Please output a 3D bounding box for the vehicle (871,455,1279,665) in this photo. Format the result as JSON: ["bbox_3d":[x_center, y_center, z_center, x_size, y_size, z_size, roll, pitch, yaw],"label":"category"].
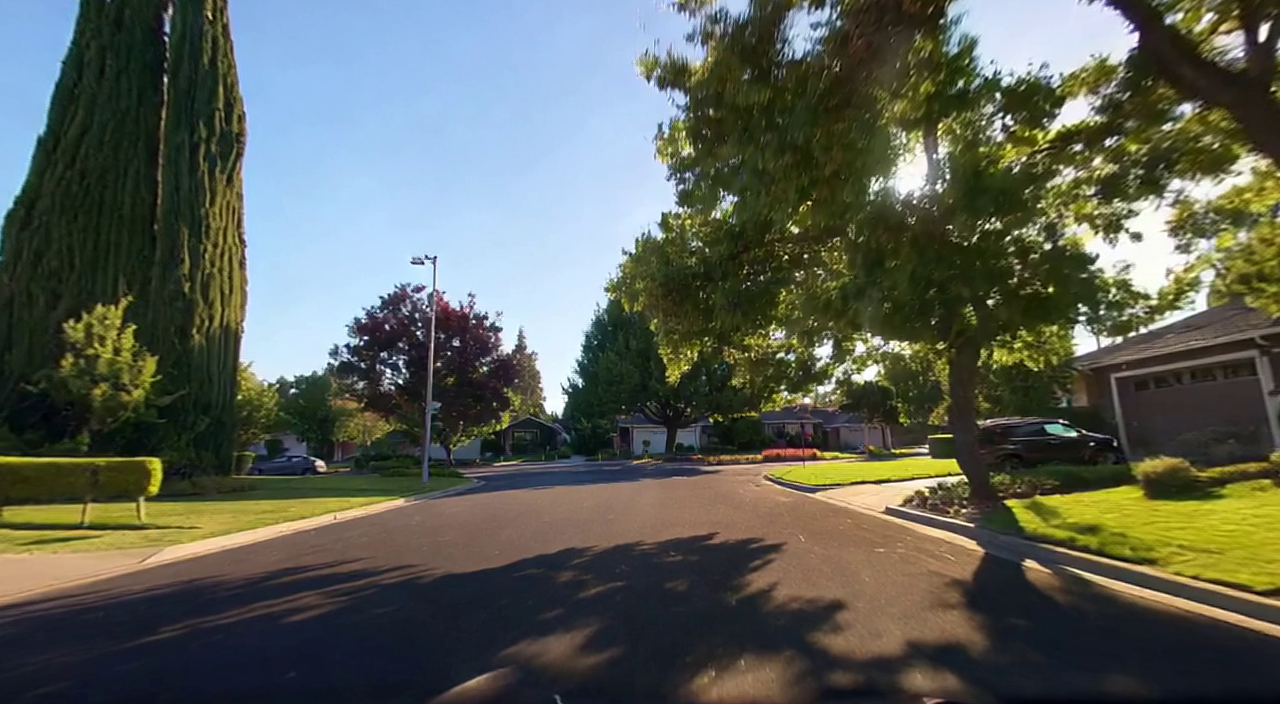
[{"bbox_3d":[3.773,1.569,5.733,1.877,1.206,3.669,0,-9,-2],"label":"vehicle"}]

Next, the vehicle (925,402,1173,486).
[{"bbox_3d":[10.566,2.434,16.684,4.888,1.807,2.224,-3,-9,-1],"label":"vehicle"}]
